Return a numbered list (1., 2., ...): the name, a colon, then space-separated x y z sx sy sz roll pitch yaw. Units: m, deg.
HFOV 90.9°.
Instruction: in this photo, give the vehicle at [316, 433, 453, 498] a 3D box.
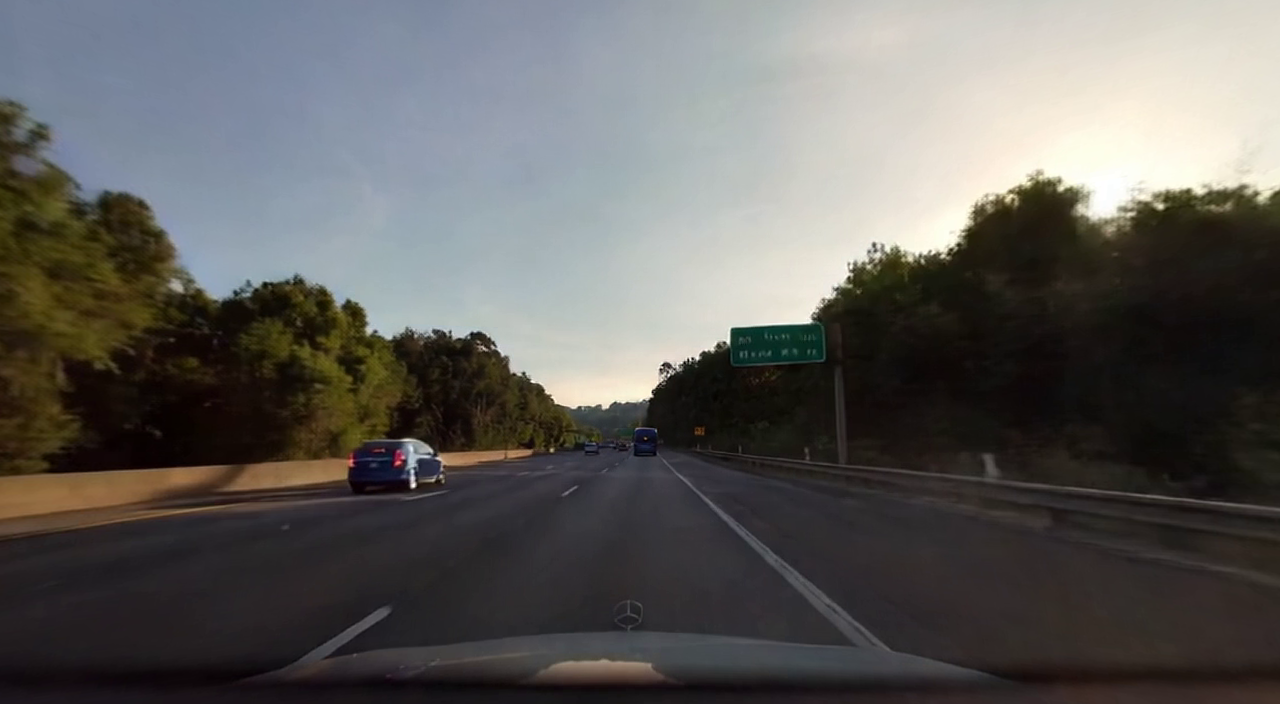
1. vehicle: -7.392 3.325 18.893 2.080 1.674 4.660 0 -8 1
